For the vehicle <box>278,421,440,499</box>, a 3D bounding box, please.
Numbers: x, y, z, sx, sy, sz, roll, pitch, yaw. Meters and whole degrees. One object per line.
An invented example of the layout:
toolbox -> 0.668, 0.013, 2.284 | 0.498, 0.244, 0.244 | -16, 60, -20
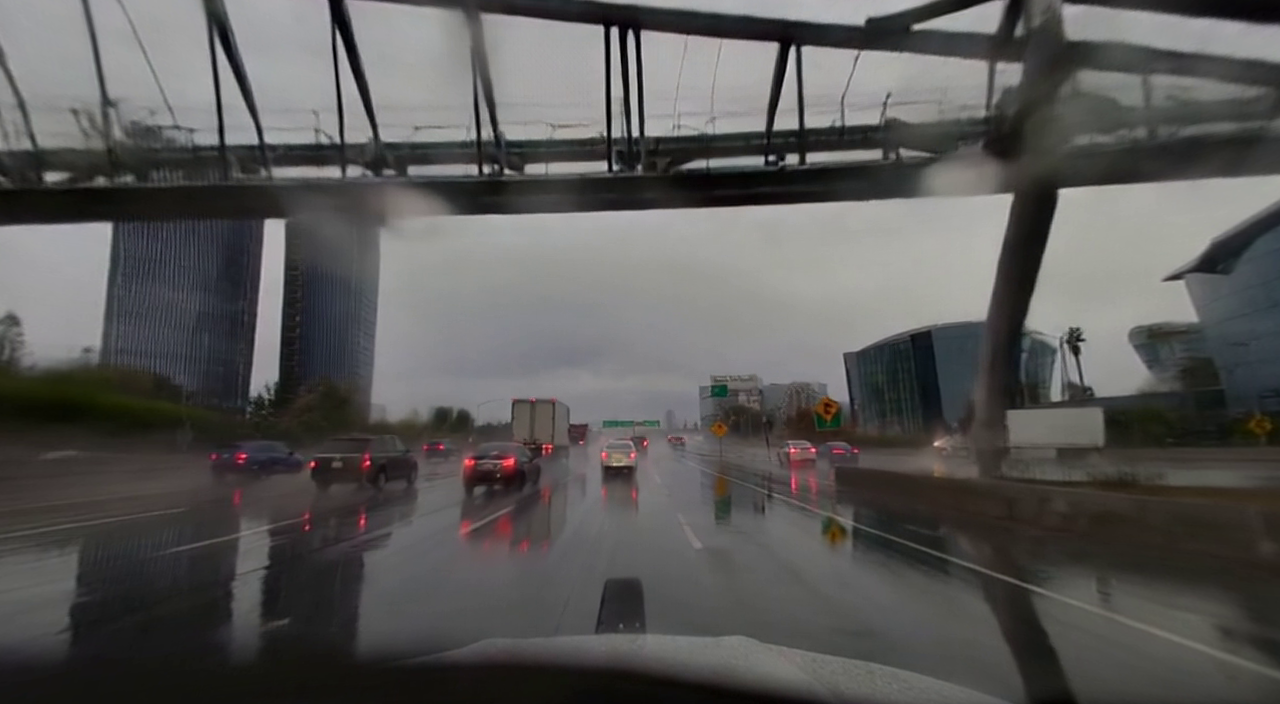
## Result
vehicle -> -7.493, 2.938, 17.483 | 2.190, 1.821, 4.800 | 0, -8, 1

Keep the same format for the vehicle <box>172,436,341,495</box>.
vehicle -> -11.070, 3.291, 18.701 | 1.987, 1.495, 4.710 | 0, -8, 1

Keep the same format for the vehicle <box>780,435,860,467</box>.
vehicle -> 12.096, 6.699, 42.738 | 2.415, 1.972, 5.572 | 3, -9, -19

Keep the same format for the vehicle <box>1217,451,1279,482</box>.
vehicle -> 32.808, 5.875, 32.332 | 4.258, 1.498, 1.904 | -1, -9, 5

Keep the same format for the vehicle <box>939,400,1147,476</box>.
vehicle -> 23.069, 5.055, 36.700 | 3.015, 3.855, 9.519 | 8, -12, -43

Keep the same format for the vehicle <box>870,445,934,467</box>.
vehicle -> 19.005, 7.544, 45.935 | 1.902, 1.494, 4.239 | 3, -9, -19

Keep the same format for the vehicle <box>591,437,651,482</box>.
vehicle -> -0.635, 3.895, 23.003 | 1.991, 1.488, 3.922 | 0, -9, 0

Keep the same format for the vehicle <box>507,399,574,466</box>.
vehicle -> -5.459, 4.694, 36.010 | 2.955, 3.359, 8.322 | 1, -9, -4

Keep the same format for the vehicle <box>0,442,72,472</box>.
vehicle -> -37.257, 6.249, 37.768 | 1.955, 1.667, 4.683 | 0, -9, -1

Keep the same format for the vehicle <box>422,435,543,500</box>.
vehicle -> -4.005, 3.006, 16.810 | 2.016, 1.497, 4.235 | 0, -9, 2
